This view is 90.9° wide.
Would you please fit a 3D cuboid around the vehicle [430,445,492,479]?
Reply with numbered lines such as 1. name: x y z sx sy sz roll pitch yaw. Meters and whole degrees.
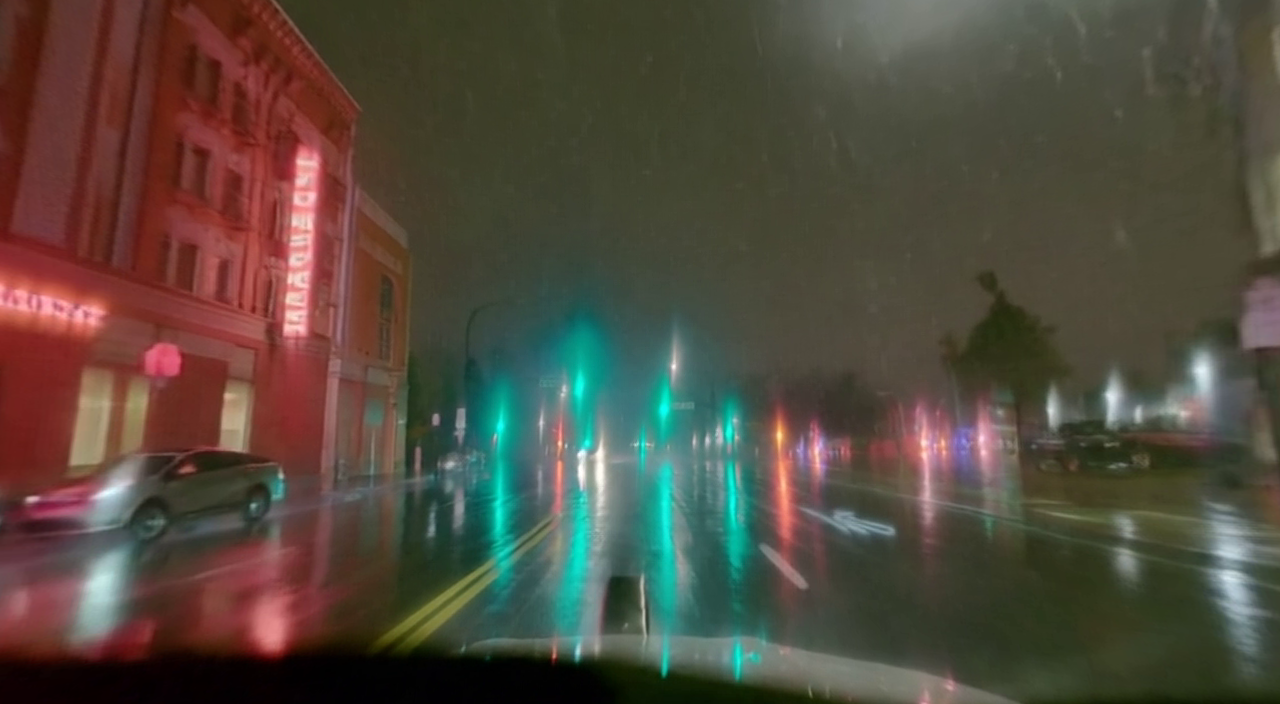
1. vehicle: -8.995 5.539 32.074 1.908 1.529 4.522 0 -8 -1

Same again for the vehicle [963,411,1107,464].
1. vehicle: 15.269 3.387 24.853 2.180 1.848 5.417 -1 -8 1

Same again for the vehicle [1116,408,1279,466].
1. vehicle: 21.042 3.258 24.051 2.186 2.009 4.451 0 -8 -1

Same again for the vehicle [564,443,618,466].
1. vehicle: -3.348 7.078 43.823 1.984 1.489 4.515 -4 -9 21

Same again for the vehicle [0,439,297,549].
1. vehicle: -8.789 2.462 11.828 1.961 1.627 4.634 -1 -8 2
